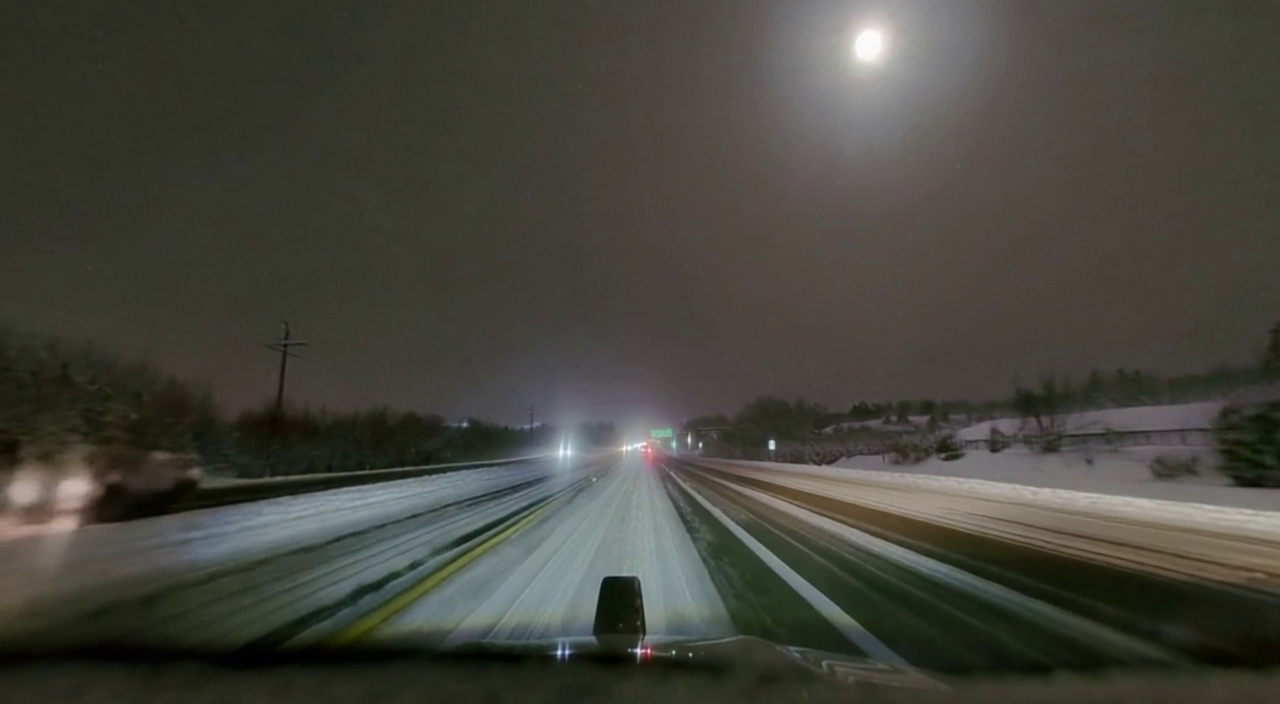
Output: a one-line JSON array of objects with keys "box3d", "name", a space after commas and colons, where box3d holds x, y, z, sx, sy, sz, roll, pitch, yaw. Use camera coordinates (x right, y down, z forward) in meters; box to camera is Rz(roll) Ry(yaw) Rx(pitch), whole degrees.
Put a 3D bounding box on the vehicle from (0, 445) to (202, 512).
[{"box3d": [-17.557, 3.977, 20.539, 2.230, 1.847, 5.795, 0, -9, 1], "name": "vehicle"}]
